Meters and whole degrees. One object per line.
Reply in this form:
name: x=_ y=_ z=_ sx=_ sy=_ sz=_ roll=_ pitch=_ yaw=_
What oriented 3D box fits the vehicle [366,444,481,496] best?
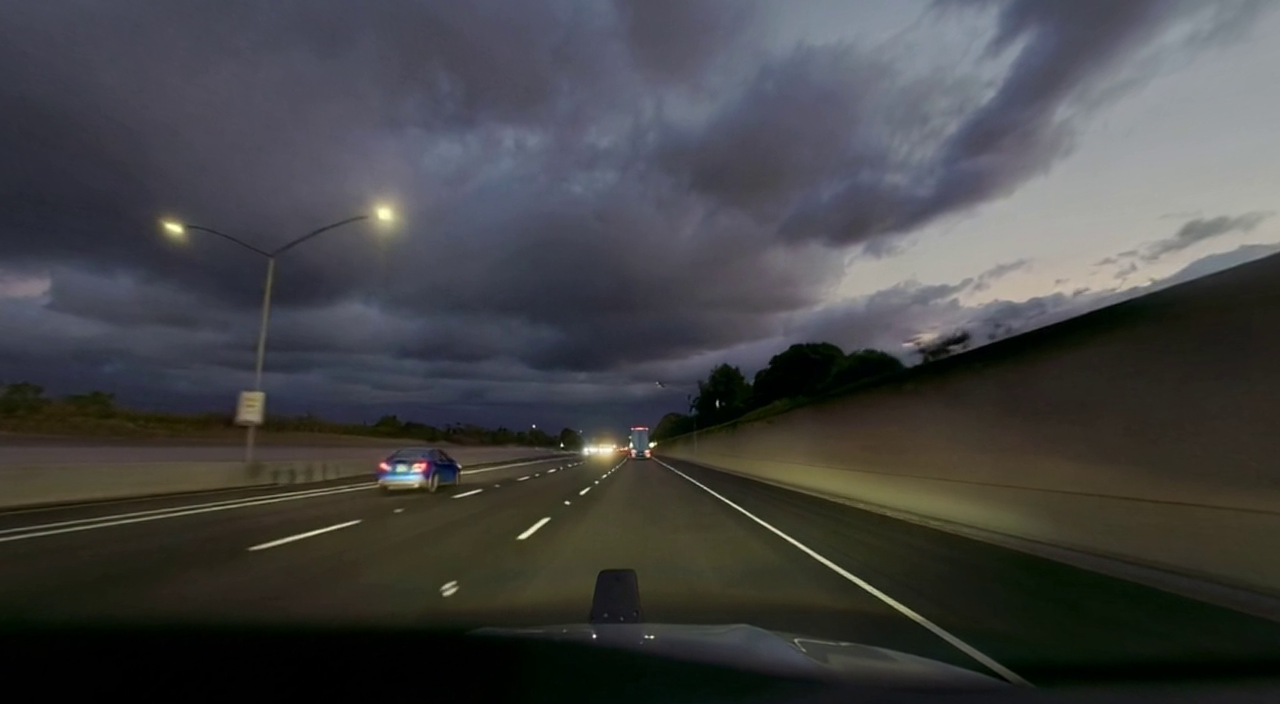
vehicle: x=-6.944 y=3.828 z=20.882 sx=2.017 sy=1.468 sz=5.031 roll=0 pitch=-9 yaw=0
